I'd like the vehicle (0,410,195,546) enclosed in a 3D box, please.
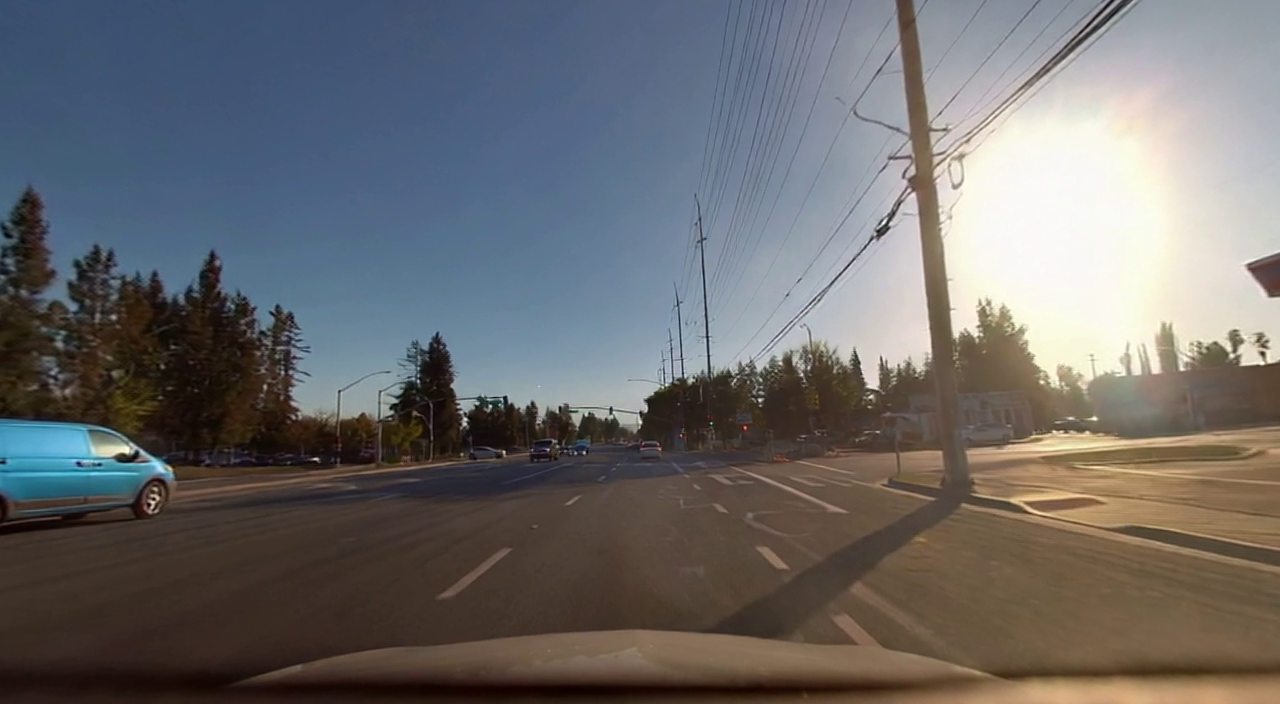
[{"bbox_3d":[-9.840,1.904,9.816,2.149,1.848,4.961,0,-8,1],"label":"vehicle"}]
